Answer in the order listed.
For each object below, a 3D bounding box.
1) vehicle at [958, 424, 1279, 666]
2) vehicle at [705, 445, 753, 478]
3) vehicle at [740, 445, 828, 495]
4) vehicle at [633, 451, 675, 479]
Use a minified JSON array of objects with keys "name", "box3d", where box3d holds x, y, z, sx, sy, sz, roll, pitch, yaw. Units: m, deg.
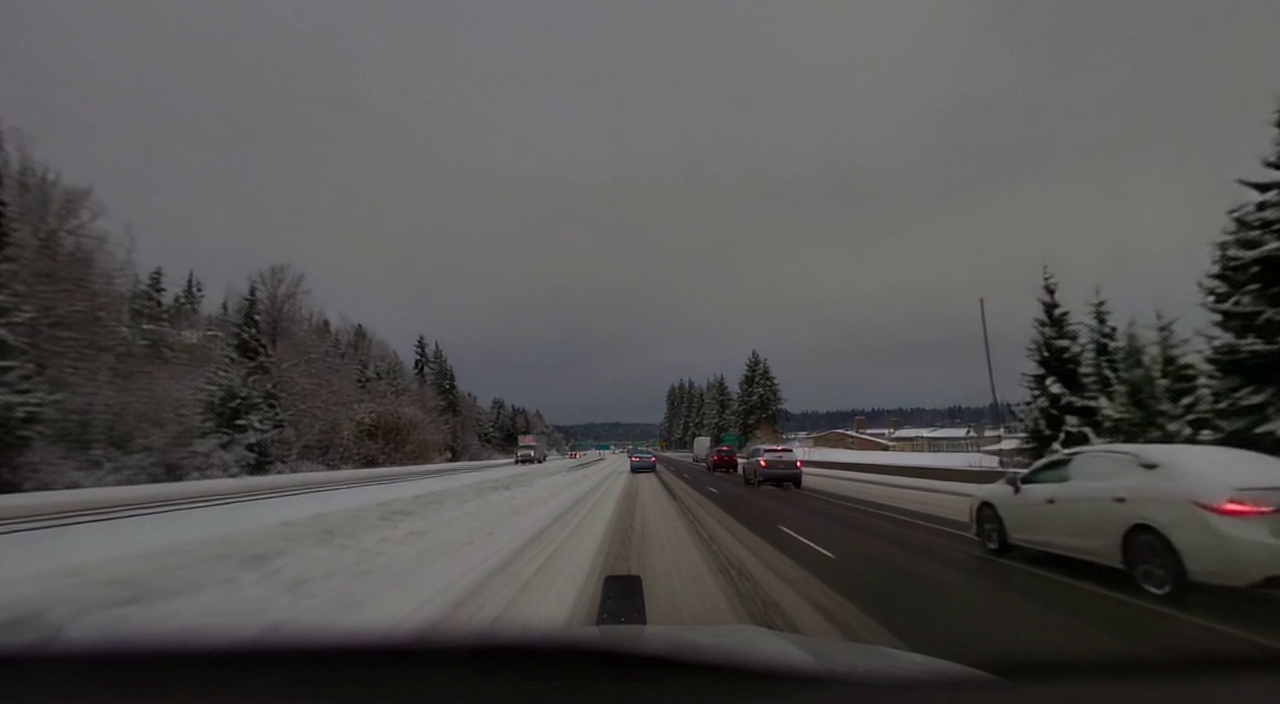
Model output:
[{"name":"vehicle","box3d":[4.819,1.402,5.291,1.827,1.462,4.697,0,-9,0]},{"name":"vehicle","box3d":[4.748,5.893,34.246,1.969,1.639,4.472,0,-9,0]},{"name":"vehicle","box3d":[4.701,3.904,21.153,1.952,1.495,3.740,0,-9,-1]},{"name":"vehicle","box3d":[0.676,5.730,32.133,2.012,1.320,3.777,0,-9,0]}]
